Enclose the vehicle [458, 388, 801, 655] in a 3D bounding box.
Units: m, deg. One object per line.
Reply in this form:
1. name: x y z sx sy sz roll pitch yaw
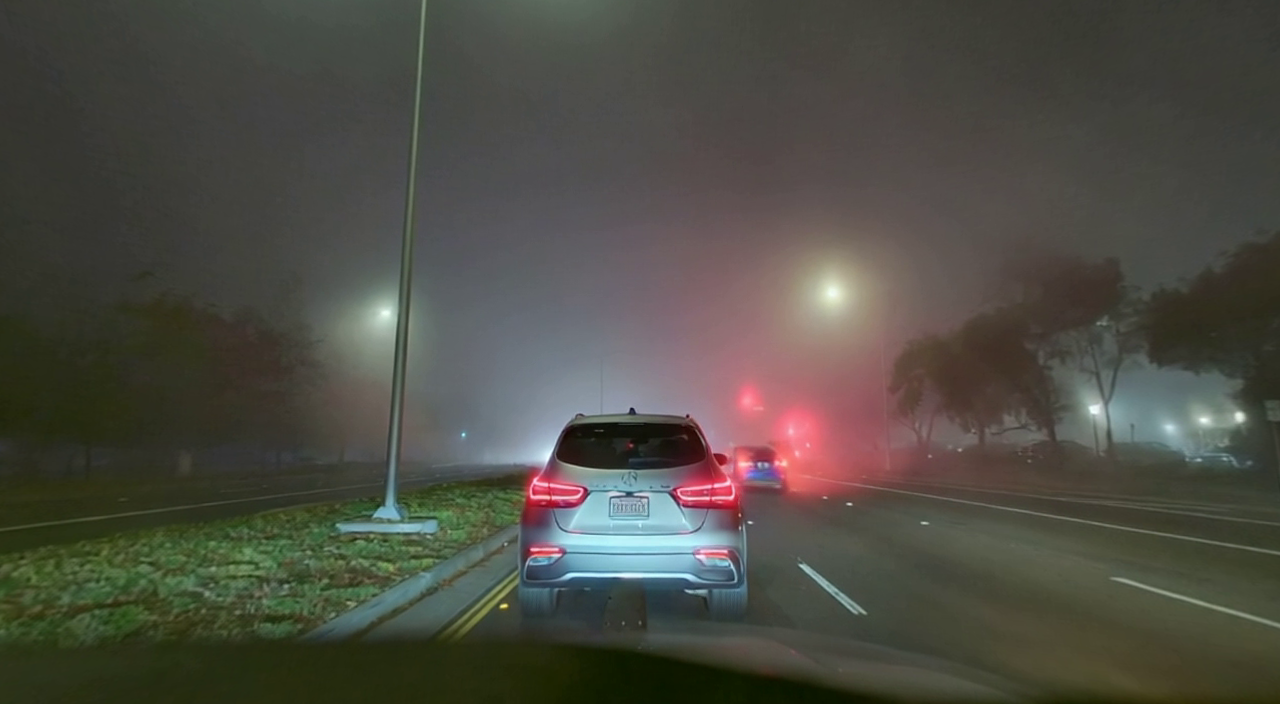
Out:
1. vehicle: -0.080 1.383 6.110 2.172 1.694 4.055 0 -9 0
